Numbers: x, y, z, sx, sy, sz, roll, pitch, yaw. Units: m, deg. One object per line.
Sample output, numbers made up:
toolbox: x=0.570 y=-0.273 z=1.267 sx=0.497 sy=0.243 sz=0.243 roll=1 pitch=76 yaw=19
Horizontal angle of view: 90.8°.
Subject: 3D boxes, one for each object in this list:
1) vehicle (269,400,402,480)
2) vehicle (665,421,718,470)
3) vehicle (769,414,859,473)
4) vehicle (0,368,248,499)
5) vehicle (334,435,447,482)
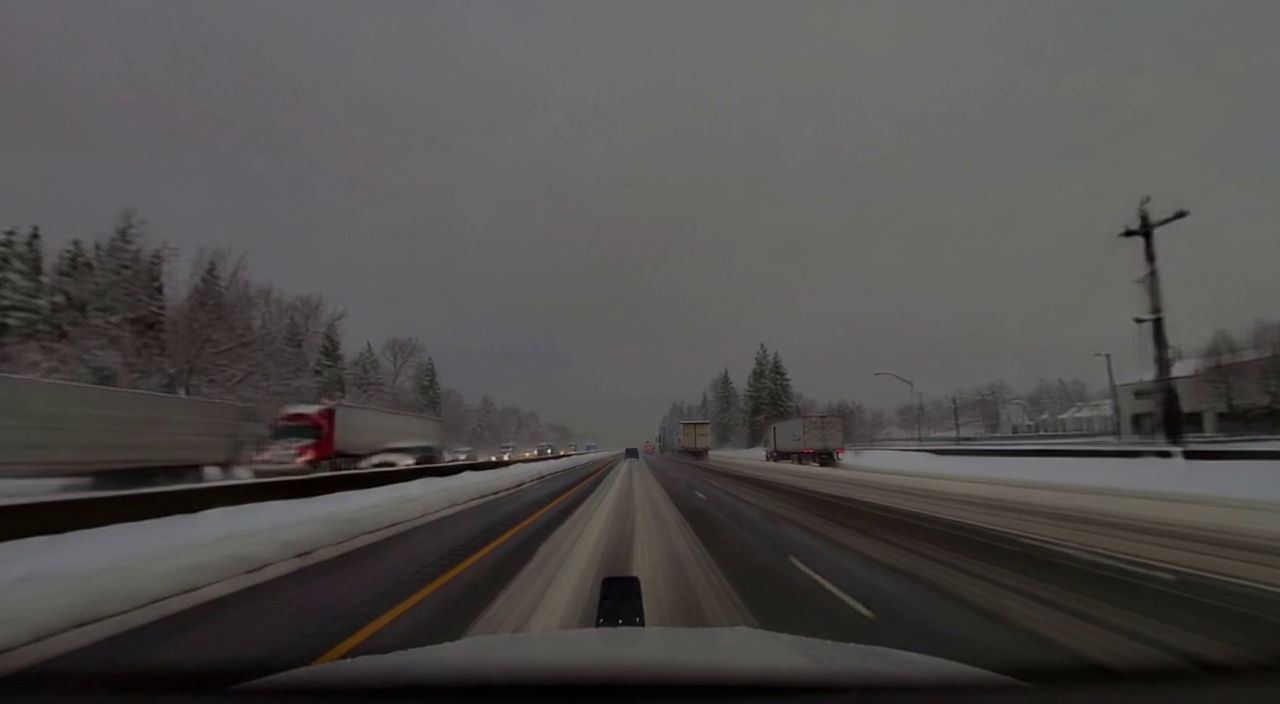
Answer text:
vehicle: x=-17.611 y=5.291 z=37.638 sx=3.294 sy=4.178 sz=9.302 roll=0 pitch=-9 yaw=-1
vehicle: x=3.360 y=6.420 z=43.269 sx=2.742 sy=3.054 sz=7.537 roll=0 pitch=-9 yaw=-2
vehicle: x=10.801 y=5.895 z=40.490 sx=2.912 sy=3.293 sz=9.588 roll=0 pitch=-9 yaw=-1
vehicle: x=-21.229 y=3.153 z=23.593 sx=2.850 sy=3.981 sz=16.420 roll=0 pitch=-9 yaw=-1
vehicle: x=-10.388 y=4.511 z=26.939 sx=2.415 sy=1.754 sz=5.809 roll=0 pitch=-9 yaw=0
